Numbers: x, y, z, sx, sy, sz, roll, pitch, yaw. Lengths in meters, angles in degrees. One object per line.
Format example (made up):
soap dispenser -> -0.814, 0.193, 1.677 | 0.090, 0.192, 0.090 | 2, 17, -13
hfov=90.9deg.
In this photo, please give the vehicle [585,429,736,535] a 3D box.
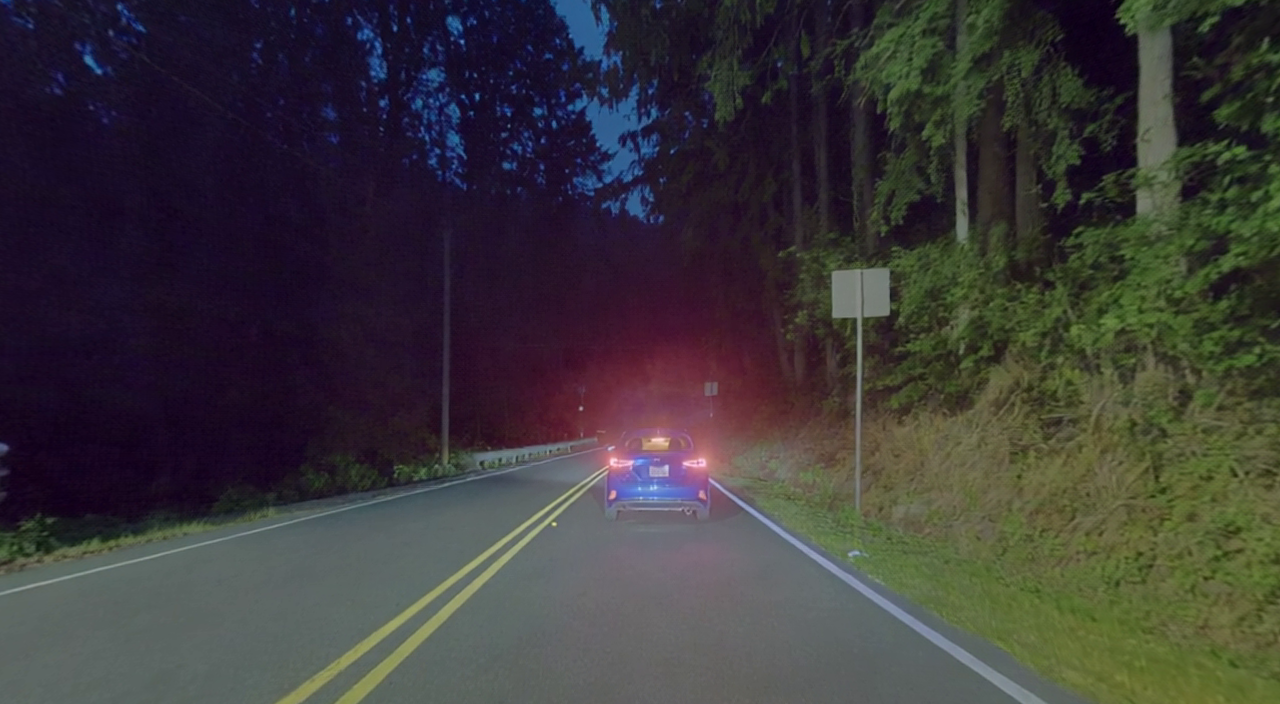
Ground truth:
vehicle -> 0.311, 2.168, 11.071 | 2.187, 1.533, 3.726 | 0, -8, 1
